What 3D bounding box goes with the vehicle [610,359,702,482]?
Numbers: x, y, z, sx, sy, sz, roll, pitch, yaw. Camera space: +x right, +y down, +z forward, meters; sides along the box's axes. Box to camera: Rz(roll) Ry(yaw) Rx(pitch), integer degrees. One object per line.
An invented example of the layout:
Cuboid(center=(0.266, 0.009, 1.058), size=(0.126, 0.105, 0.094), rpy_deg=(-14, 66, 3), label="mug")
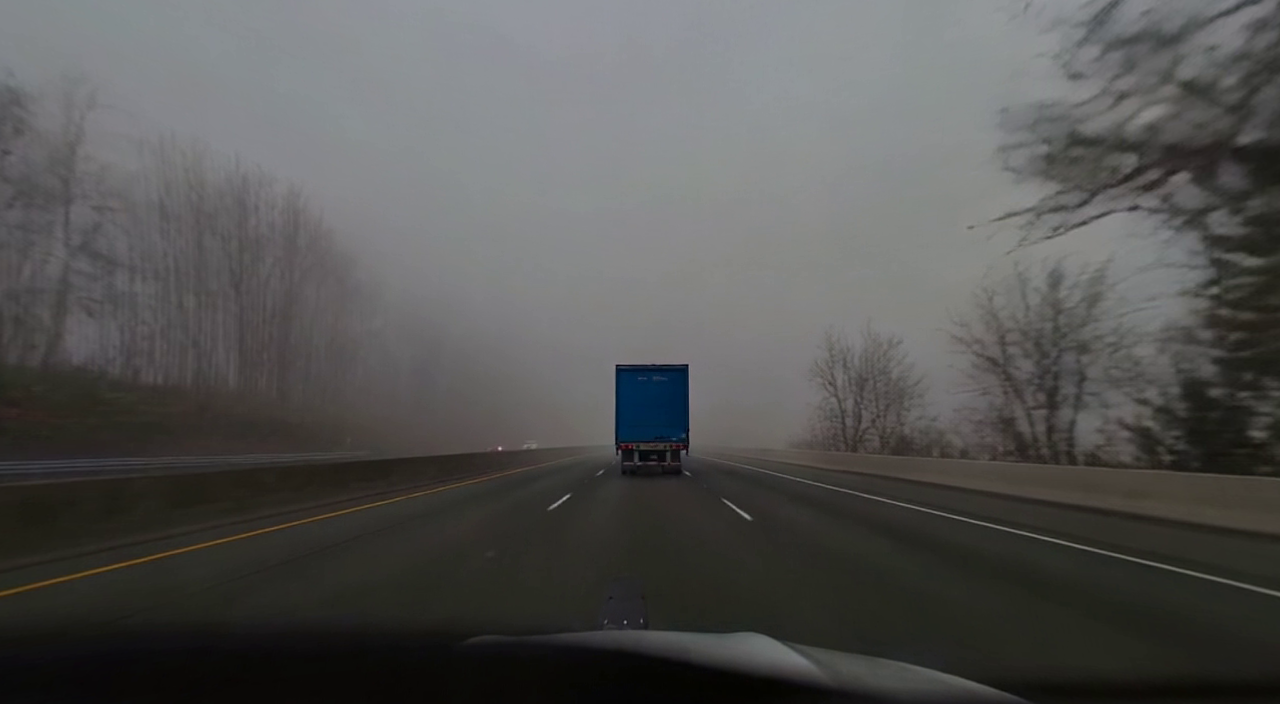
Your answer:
Cuboid(center=(0.553, 3.001, 25.955), size=(3.010, 4.039, 10.481), rpy_deg=(0, -8, 0), label="vehicle")
